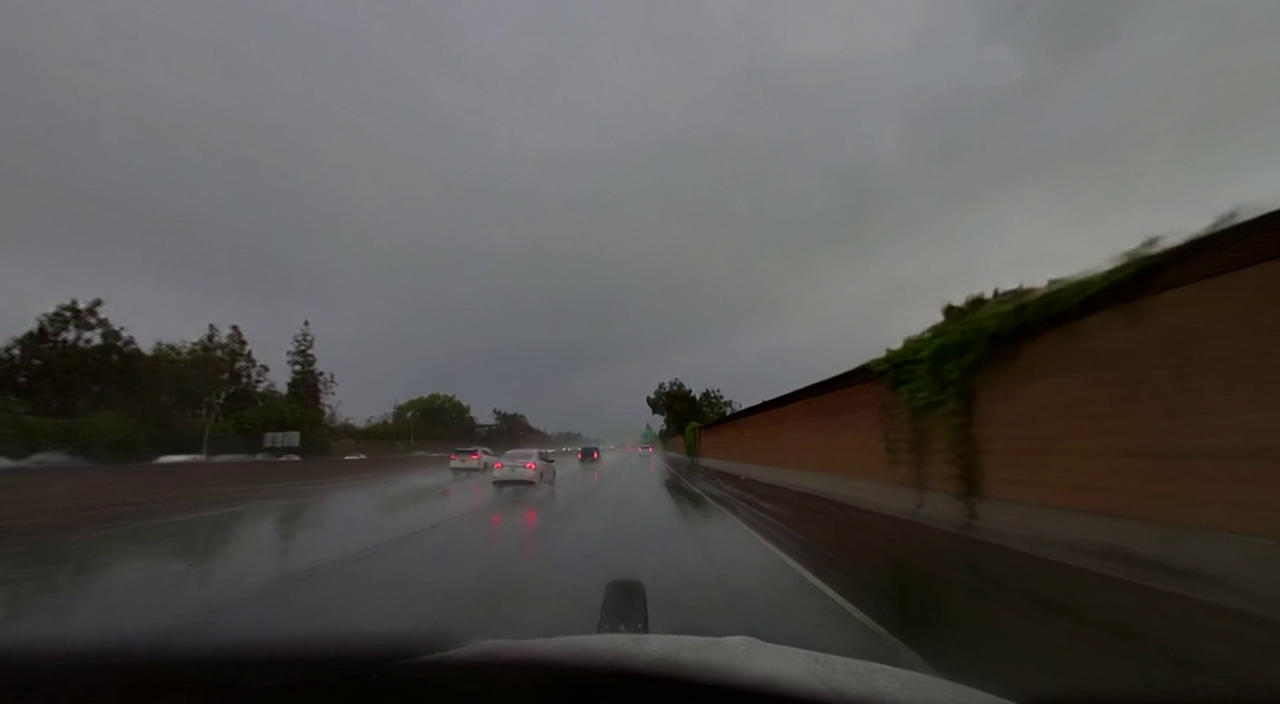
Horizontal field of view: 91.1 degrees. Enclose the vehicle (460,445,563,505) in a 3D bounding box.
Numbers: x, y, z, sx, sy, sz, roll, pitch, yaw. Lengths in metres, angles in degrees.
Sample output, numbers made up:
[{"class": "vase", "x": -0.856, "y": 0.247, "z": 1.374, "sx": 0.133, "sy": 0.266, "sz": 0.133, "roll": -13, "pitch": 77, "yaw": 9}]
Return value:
[{"class": "vehicle", "x": -3.608, "y": 3.532, "z": 18.598, "sx": 1.945, "sy": 1.484, "sz": 4.803, "roll": -1, "pitch": -9, "yaw": 1}]
